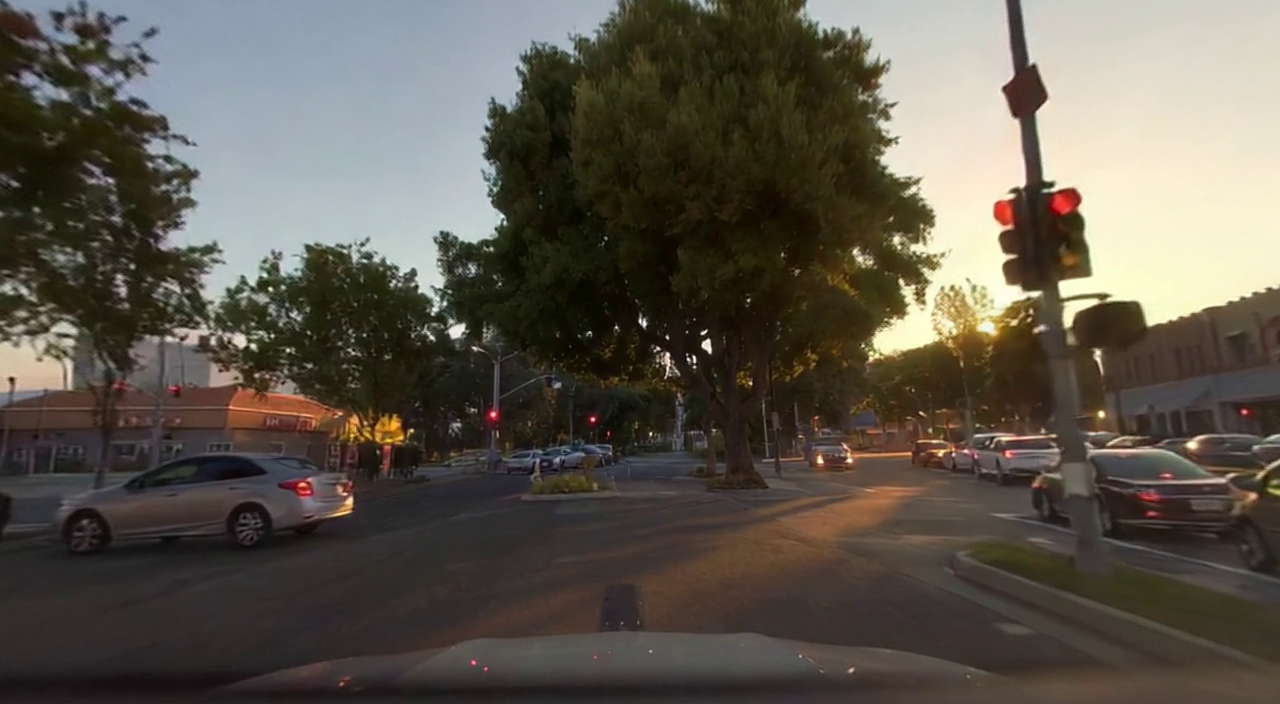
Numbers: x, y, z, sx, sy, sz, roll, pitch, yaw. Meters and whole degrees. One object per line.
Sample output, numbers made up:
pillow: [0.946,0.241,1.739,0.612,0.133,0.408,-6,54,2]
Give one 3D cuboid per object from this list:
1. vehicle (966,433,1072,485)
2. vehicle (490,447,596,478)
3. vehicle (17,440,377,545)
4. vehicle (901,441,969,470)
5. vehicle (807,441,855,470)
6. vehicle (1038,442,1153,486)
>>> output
vehicle: [13.444,3.803,22.736,1.921,1.657,4.400,-2,-9,13]
vehicle: [-4.832,5.500,31.723,4.792,1.468,2.116,-2,-9,13]
vehicle: [-6.794,2.158,10.048,4.376,1.476,1.791,0,-8,2]
vehicle: [15.975,5.611,34.471,1.951,1.491,4.359,-1,-8,6]
vehicle: [10.864,5.887,36.278,2.061,1.519,4.794,-2,-8,10]
vehicle: [15.834,3.889,22.235,1.936,1.391,3.874,-2,-9,15]
